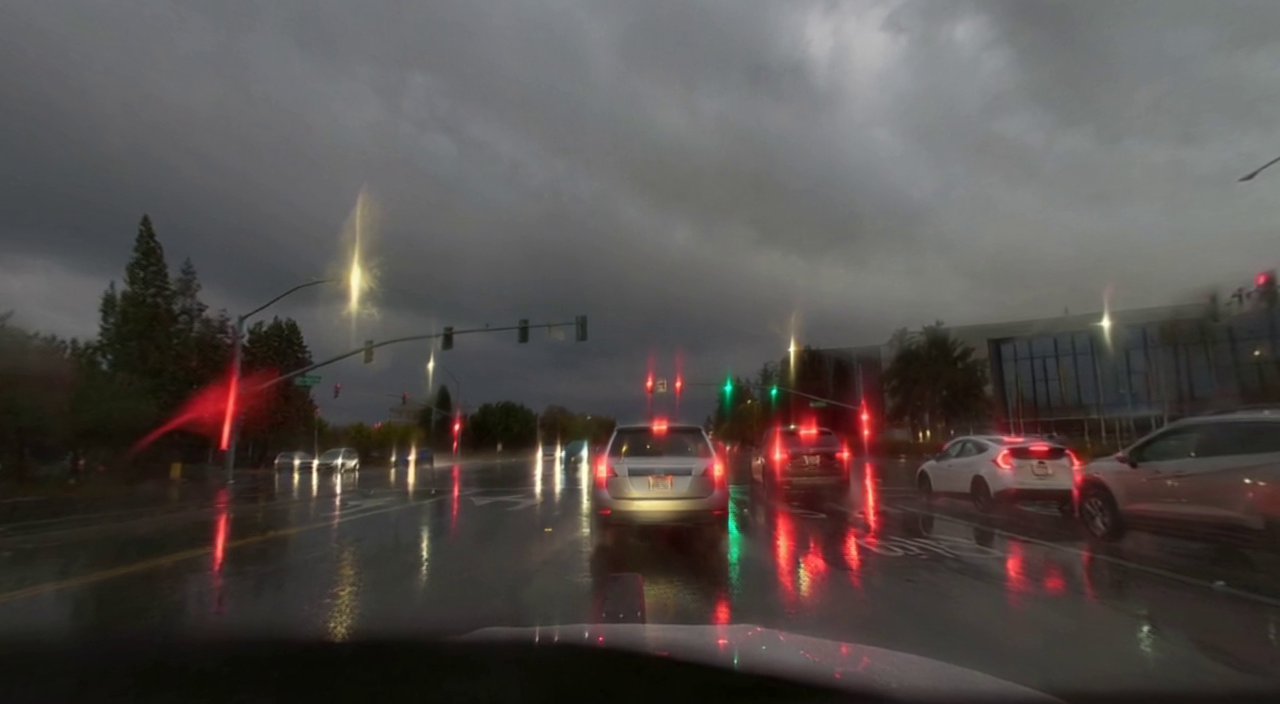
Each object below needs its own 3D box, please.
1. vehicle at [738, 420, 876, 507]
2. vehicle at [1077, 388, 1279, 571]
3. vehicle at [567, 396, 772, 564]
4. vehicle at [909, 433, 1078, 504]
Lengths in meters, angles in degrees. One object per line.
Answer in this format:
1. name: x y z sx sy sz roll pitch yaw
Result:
1. vehicle: 3.776 2.646 15.316 2.188 1.774 4.646 -1 -9 2
2. vehicle: 7.376 1.357 6.880 2.074 1.791 4.393 0 -9 1
3. vehicle: 0.278 1.706 8.994 2.211 1.795 4.179 0 -9 -1
4. vehicle: 8.309 2.775 15.406 1.862 1.471 4.297 -1 -9 4
